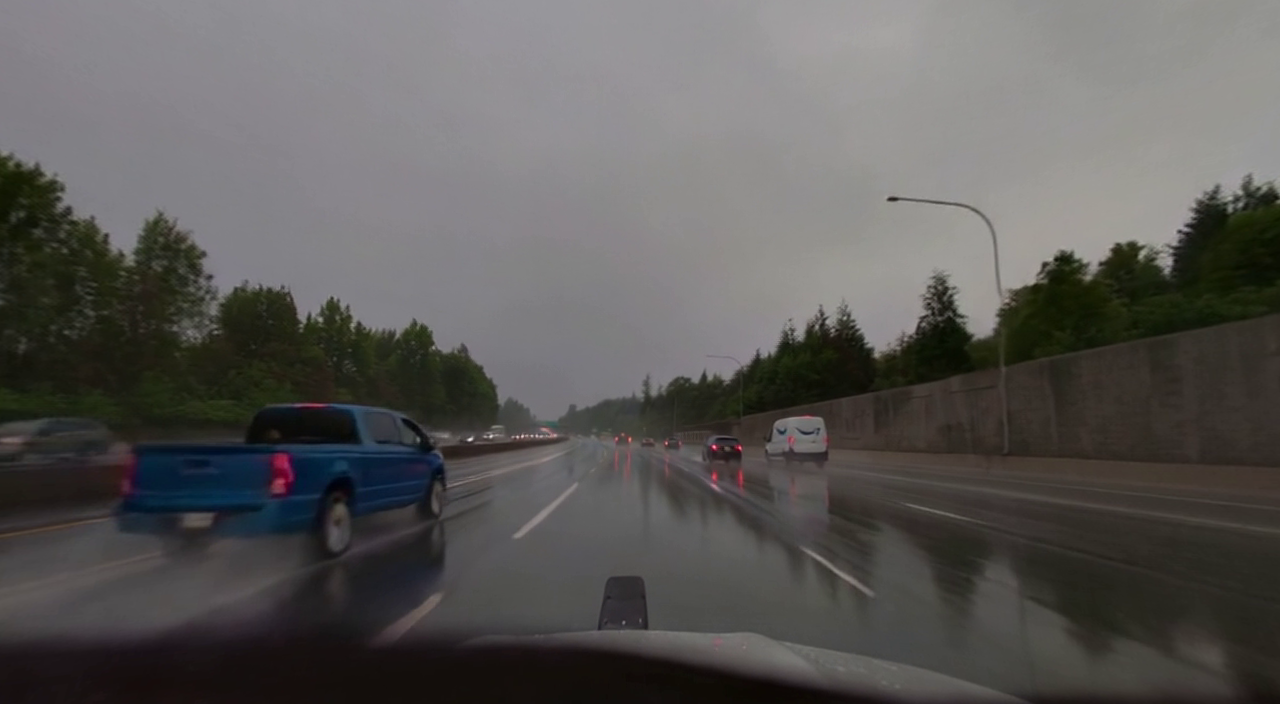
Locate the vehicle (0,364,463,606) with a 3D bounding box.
[{"bbox_3d":[-4.277,1.451,7.895,2.331,1.884,5.787,0,-8,1],"label":"vehicle"}]

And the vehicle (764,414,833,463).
[{"bbox_3d":[9.838,5.492,39.886,2.274,2.802,6.802,0,-8,-3],"label":"vehicle"}]

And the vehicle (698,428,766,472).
[{"bbox_3d":[3.819,4.164,26.995,2.141,1.732,4.279,0,-8,-2],"label":"vehicle"}]
